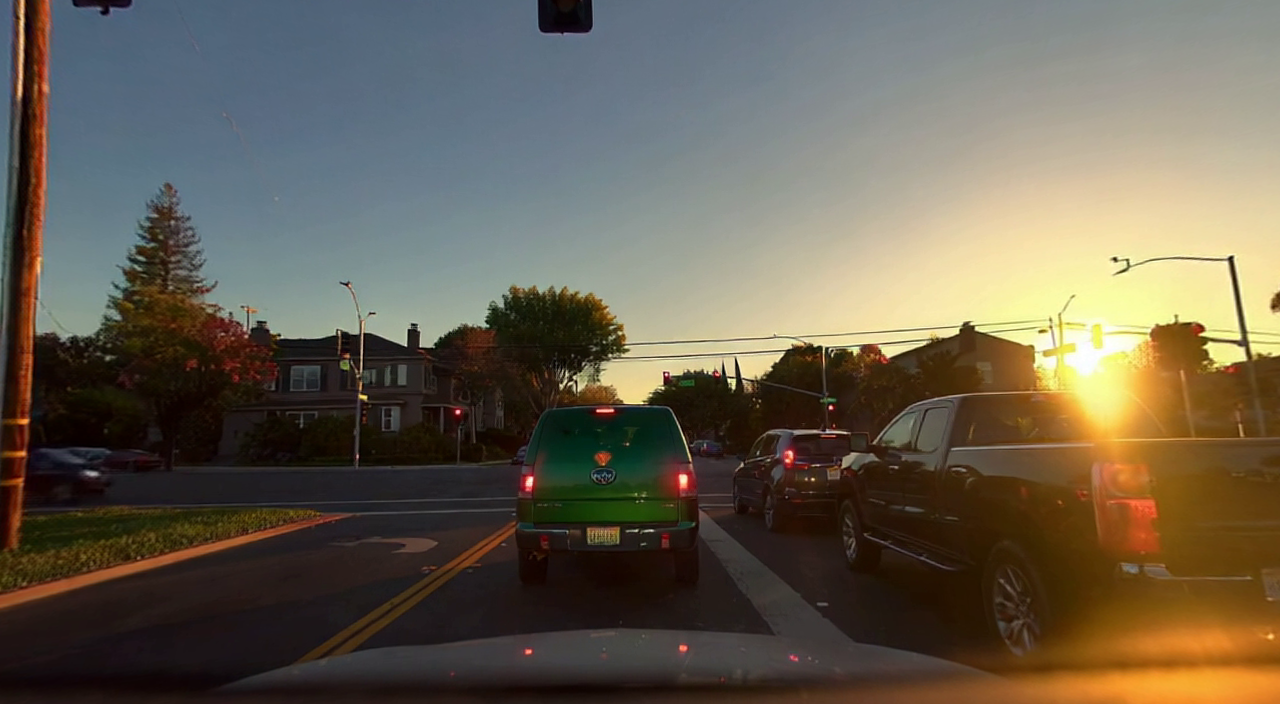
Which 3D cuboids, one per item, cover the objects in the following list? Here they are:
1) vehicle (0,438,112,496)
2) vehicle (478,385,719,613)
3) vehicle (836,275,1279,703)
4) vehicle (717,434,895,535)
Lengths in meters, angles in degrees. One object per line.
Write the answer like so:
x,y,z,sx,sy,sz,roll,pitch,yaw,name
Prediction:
-20.261,3.662,20.289,4.635,1.755,1.882,1,-8,-7,vehicle
-0.218,1.408,6.778,1.915,1.780,3.379,-1,-8,4,vehicle
2.975,0.945,3.800,1.886,1.849,5.070,0,-8,-1,vehicle
2.711,2.266,11.531,1.952,1.465,4.421,0,-8,-2,vehicle
